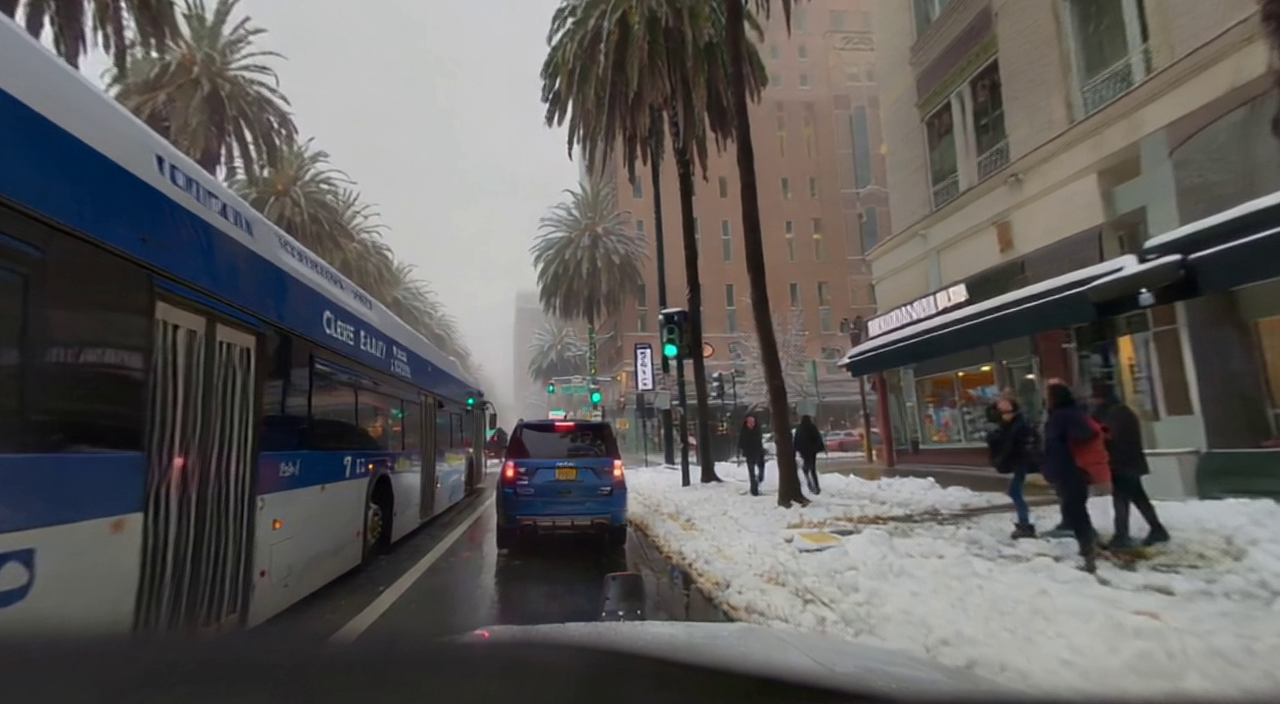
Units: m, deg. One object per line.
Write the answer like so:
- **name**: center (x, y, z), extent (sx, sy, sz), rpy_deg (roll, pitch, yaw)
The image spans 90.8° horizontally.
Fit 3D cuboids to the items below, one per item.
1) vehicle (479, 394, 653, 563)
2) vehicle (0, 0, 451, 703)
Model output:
- **vehicle**: center (-1.249, 1.770, 9.495), extent (2.002, 1.907, 4.211), rpy_deg (2, -9, -11)
- **vehicle**: center (-4.088, 0.493, 5.062), extent (2.863, 3.233, 11.573), rpy_deg (1, -8, -7)
